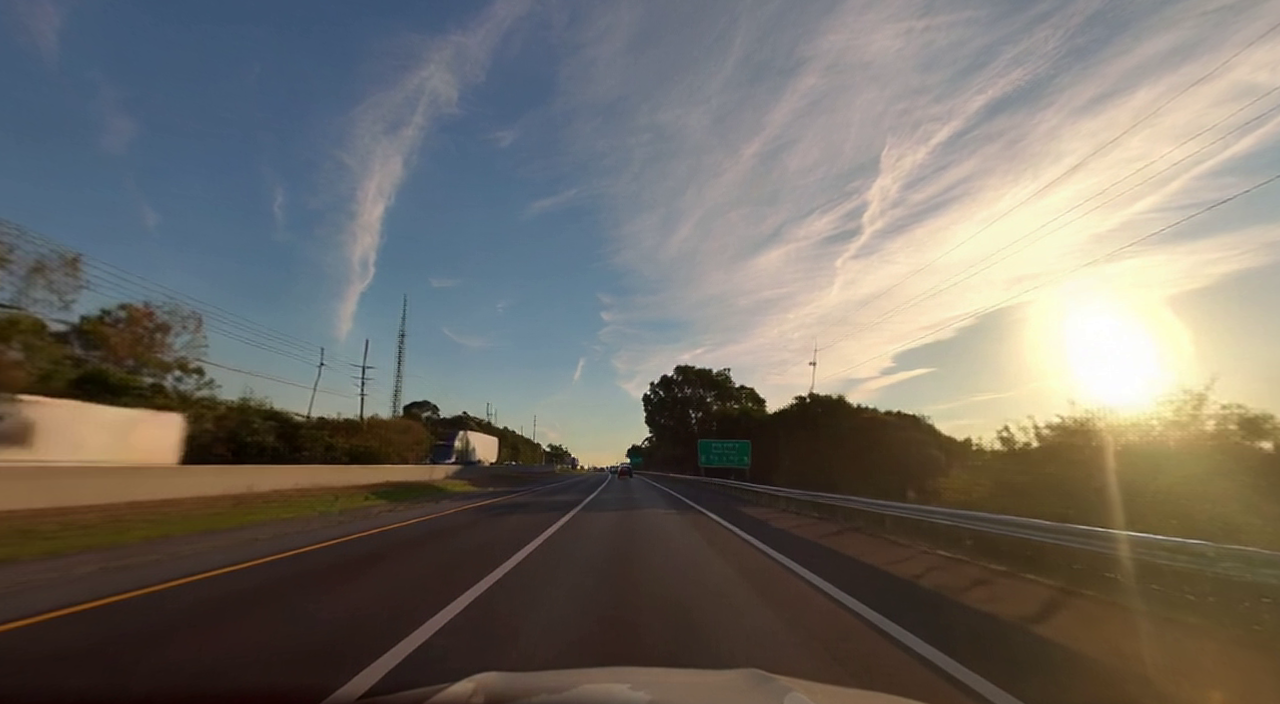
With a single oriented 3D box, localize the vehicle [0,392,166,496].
[{"bbox_3d":[-15.034,2.314,15.477,2.198,2.227,5.741,1,-10,0],"label":"vehicle"}]
